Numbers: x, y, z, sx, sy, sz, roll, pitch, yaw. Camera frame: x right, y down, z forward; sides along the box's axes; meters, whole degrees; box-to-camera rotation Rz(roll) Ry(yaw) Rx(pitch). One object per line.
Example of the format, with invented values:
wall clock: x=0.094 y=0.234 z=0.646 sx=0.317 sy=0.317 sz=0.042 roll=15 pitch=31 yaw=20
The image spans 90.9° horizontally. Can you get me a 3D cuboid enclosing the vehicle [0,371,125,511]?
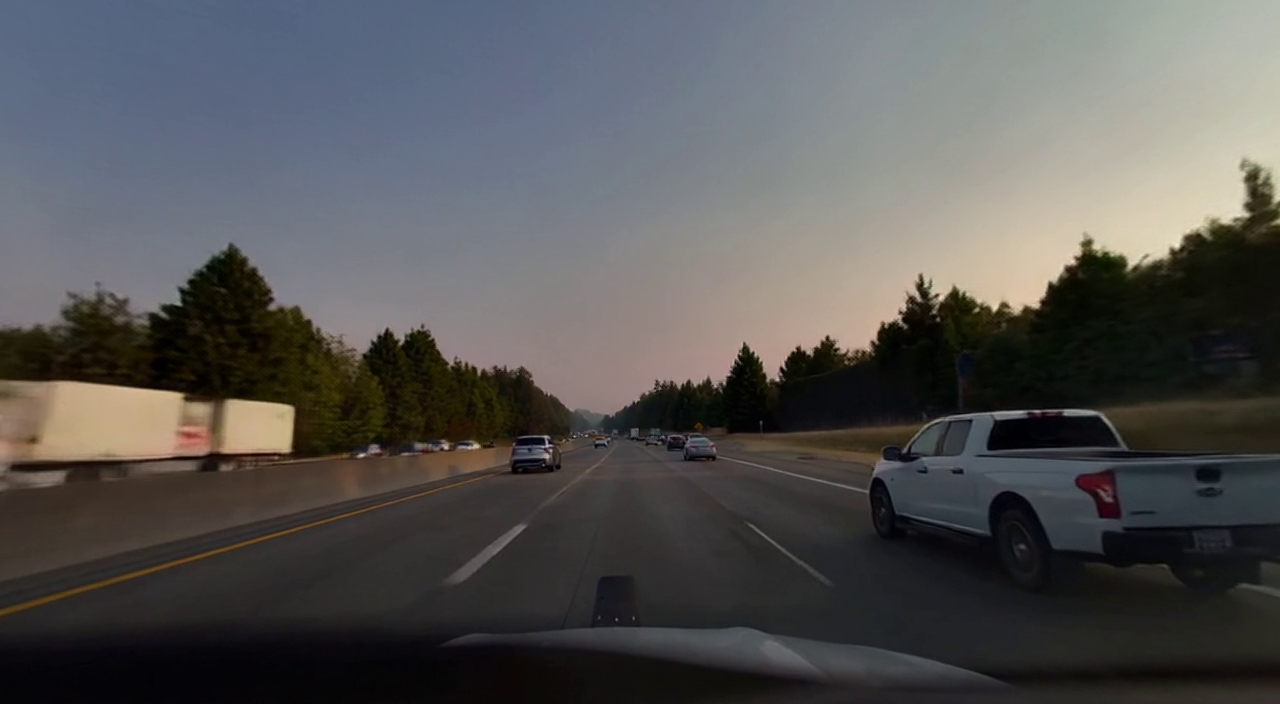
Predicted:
vehicle: x=-19.468 y=2.652 z=18.852 sx=2.967 sy=3.876 sz=5.923 roll=0 pitch=-8 yaw=-1

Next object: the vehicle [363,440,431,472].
vehicle: x=-12.364 y=5.287 z=32.389 sx=1.848 sy=1.517 sz=4.205 roll=0 pitch=-8 yaw=-1

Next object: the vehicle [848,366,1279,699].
vehicle: x=3.665 y=1.204 z=5.559 sx=1.949 sy=1.639 sz=4.748 roll=0 pitch=-8 yaw=-1

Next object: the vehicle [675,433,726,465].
vehicle: x=2.921 y=4.774 z=31.173 sx=1.990 sy=1.480 sz=3.865 roll=0 pitch=-8 yaw=-2

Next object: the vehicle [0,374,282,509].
vehicle: x=-19.629 y=3.505 z=25.234 sx=2.802 sy=3.913 sz=13.577 roll=0 pitch=-8 yaw=-1

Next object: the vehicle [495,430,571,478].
vehicle: x=-3.857 y=3.746 z=23.562 sx=2.011 sy=1.614 sz=4.808 roll=0 pitch=-8 yaw=0
